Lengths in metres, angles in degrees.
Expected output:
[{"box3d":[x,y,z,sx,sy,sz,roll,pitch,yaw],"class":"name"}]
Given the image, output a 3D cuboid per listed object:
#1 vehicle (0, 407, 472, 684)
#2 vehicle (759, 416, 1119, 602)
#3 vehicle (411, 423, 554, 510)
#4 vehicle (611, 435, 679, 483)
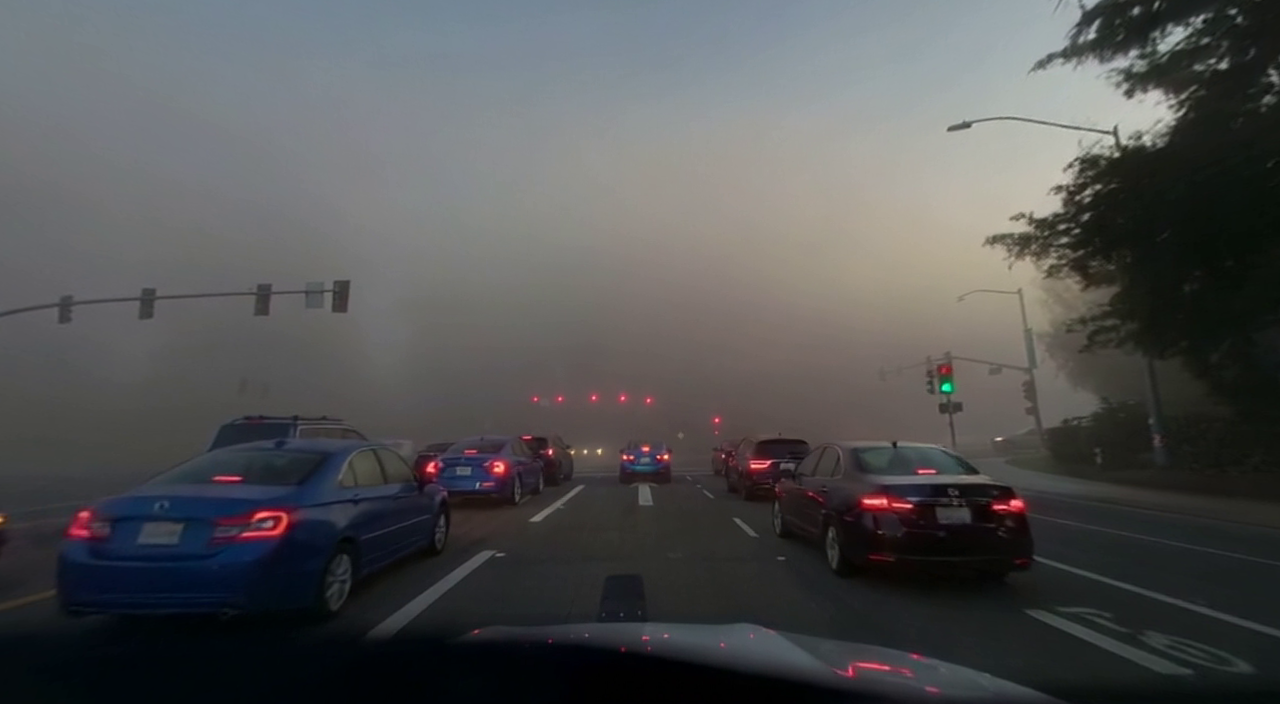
[{"box3d":[-3.226,1.388,5.725,2.139,1.478,4.510,0,-9,0],"class":"vehicle"},{"box3d":[2.837,1.609,7.401,2.002,1.474,4.528,0,-9,0],"class":"vehicle"},{"box3d":[-3.351,2.561,14.519,2.034,1.655,4.465,0,-9,1],"class":"vehicle"},{"box3d":[0.135,3.674,21.884,2.114,1.482,4.056,0,-9,-1],"class":"vehicle"}]
